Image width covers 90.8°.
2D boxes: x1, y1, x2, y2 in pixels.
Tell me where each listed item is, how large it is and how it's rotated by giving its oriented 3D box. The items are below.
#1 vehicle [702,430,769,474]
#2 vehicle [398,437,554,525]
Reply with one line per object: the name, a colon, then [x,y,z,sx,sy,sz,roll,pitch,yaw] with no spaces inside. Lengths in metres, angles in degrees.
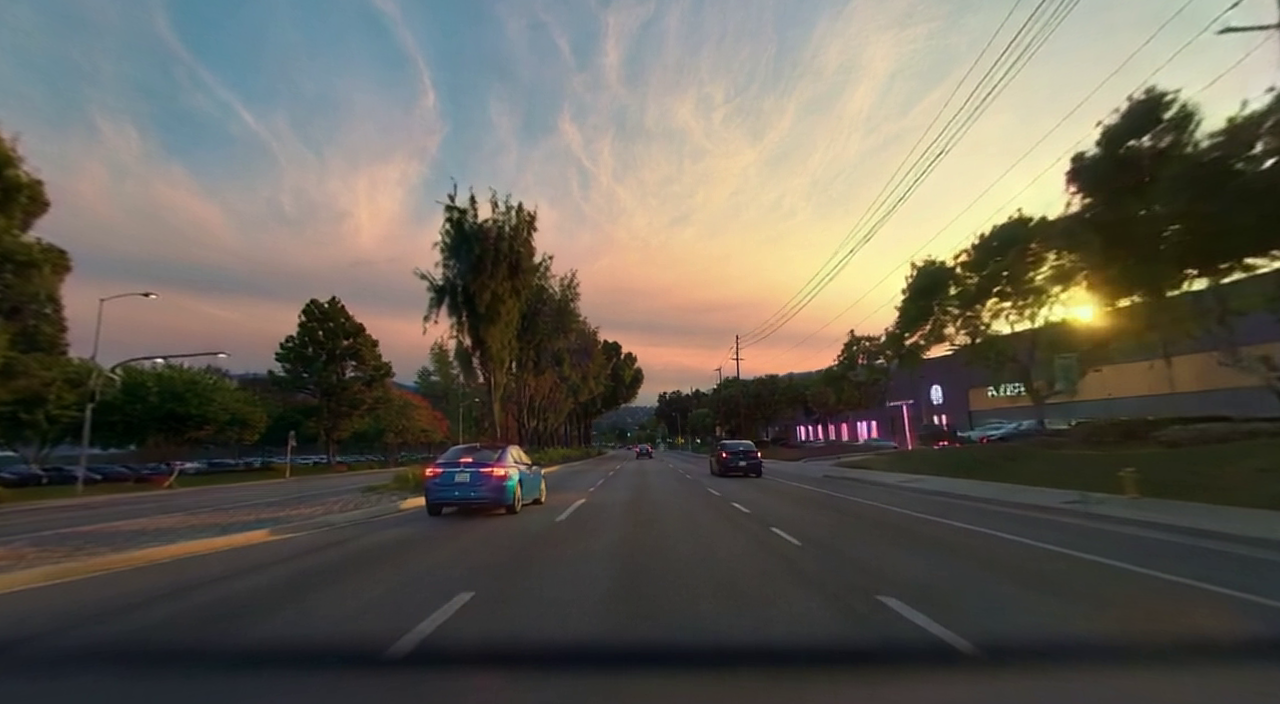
vehicle: [4.699,5.053,32.039,2.476,2.016,5.586,0,-8,0]
vehicle: [-3.120,2.543,13.062,2.017,1.470,4.293,0,-8,1]
